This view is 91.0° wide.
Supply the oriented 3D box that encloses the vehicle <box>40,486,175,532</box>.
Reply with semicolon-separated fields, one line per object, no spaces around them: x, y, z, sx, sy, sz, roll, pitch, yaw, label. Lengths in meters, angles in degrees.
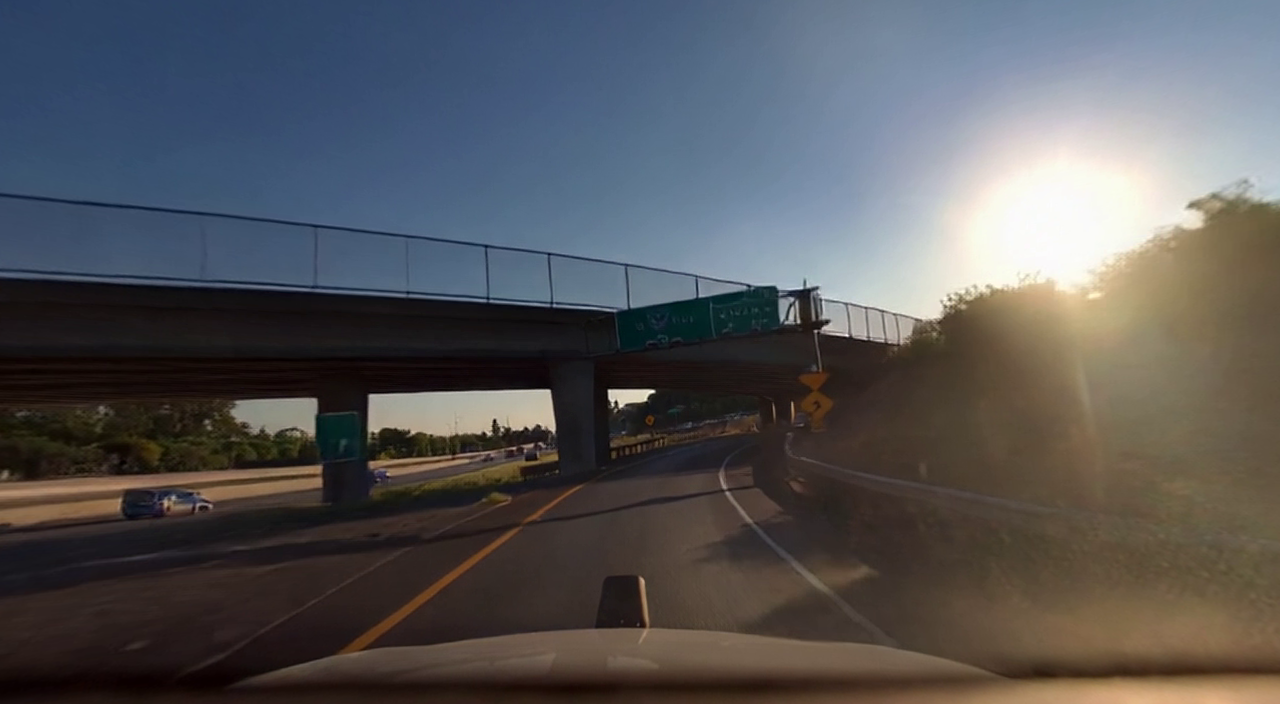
-22.809;6.703;27.281;2.045;1.513;4.795;0;-9;-6;vehicle
